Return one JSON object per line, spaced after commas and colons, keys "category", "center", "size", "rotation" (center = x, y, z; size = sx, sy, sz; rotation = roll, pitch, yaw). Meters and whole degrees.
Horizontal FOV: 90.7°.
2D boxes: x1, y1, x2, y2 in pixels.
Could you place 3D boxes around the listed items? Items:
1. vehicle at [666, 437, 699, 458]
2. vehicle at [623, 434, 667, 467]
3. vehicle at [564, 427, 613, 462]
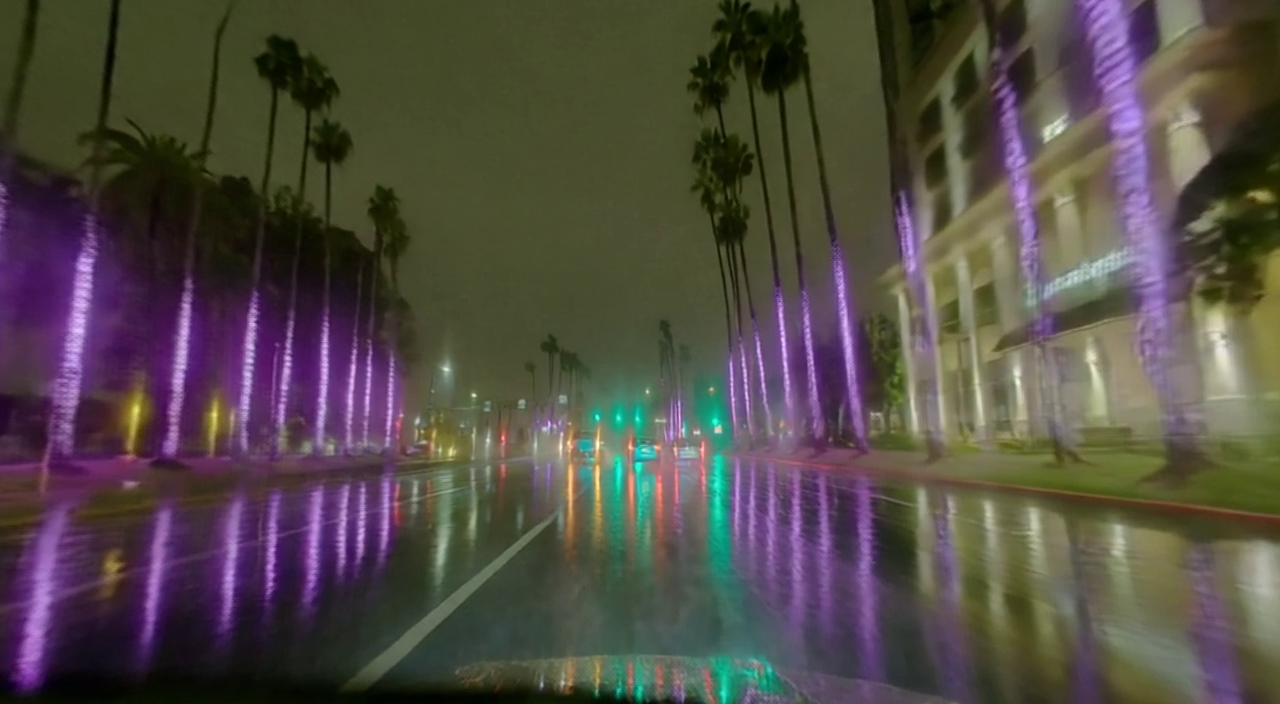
{"category": "vehicle", "center": [3.234, 7.443, 49.347], "size": [2.085, 1.482, 4.491], "rotation": [0, -8, -2]}
{"category": "vehicle", "center": [0.233, 5.199, 33.647], "size": [2.160, 1.615, 4.117], "rotation": [0, -8, -1]}
{"category": "vehicle", "center": [-3.201, 5.914, 40.626], "size": [2.672, 2.064, 5.681], "rotation": [0, -8, 0]}
